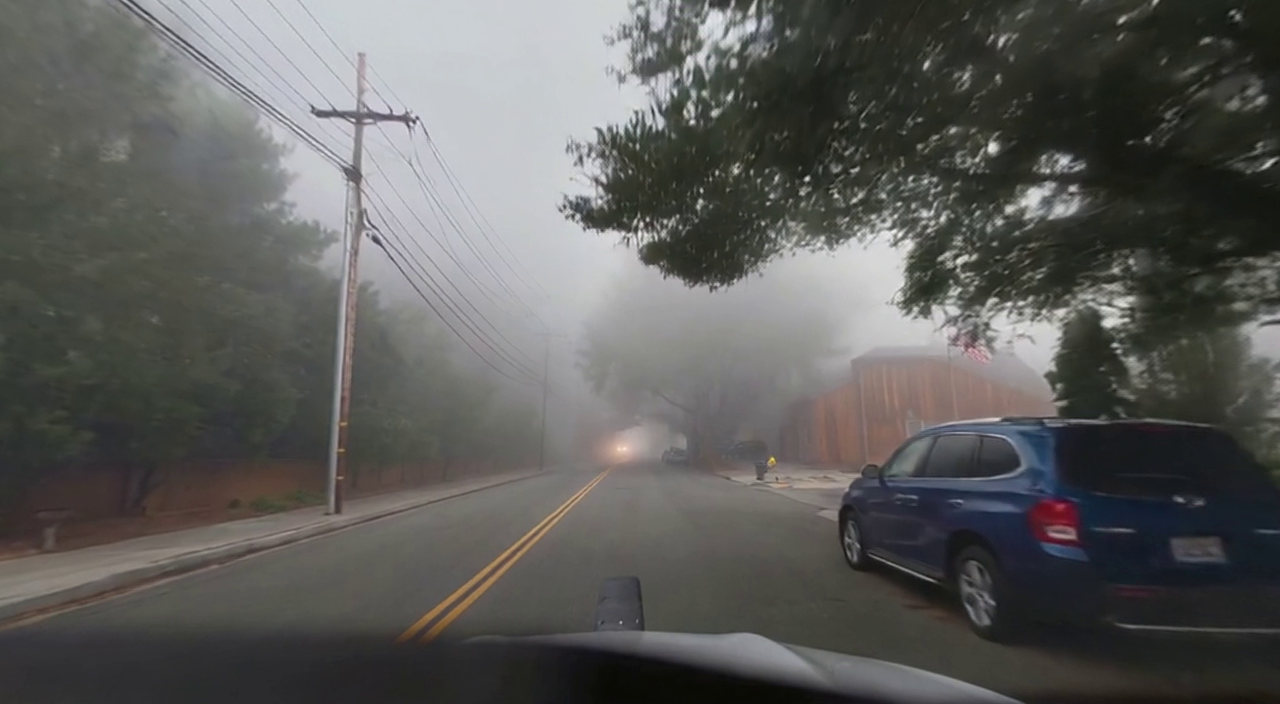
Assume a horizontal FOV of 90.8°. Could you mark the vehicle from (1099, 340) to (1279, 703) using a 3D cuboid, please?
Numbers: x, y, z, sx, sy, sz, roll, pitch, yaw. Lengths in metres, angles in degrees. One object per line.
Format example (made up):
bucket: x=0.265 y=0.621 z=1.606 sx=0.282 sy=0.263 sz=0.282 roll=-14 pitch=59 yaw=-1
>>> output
vehicle: x=3.530 y=0.608 z=0.875 sx=2.061 sy=1.793 sz=5.100 roll=0 pitch=-9 yaw=2

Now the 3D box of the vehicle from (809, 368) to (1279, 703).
vehicle: x=3.371 y=1.325 z=5.796 sx=2.203 sy=1.787 sz=4.704 roll=0 pitch=-9 yaw=-2
